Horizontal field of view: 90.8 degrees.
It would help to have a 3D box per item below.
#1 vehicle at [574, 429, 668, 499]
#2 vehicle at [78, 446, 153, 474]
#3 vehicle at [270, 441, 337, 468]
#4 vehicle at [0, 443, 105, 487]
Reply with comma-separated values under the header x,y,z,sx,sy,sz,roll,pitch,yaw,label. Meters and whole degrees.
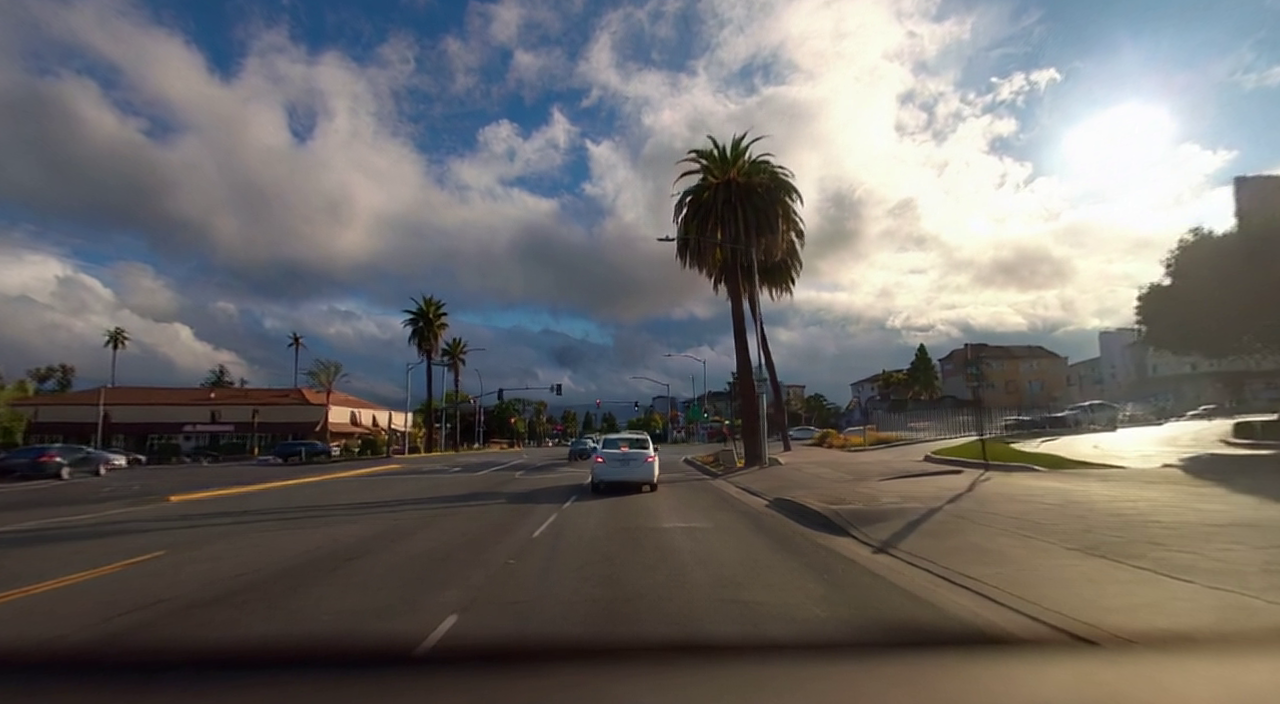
x,y,z,sx,sy,sz,roll,pitch,yaw,label
-0.377,2.774,15.919,2.060,1.526,3.859,0,-9,1,vehicle
-36.171,7.422,43.700,1.757,1.803,4.000,0,-9,-2,vehicle
-22.860,6.974,43.175,1.990,1.752,4.673,0,-9,0,vehicle
-23.719,4.361,24.299,1.974,1.470,4.892,-5,-7,2,vehicle
